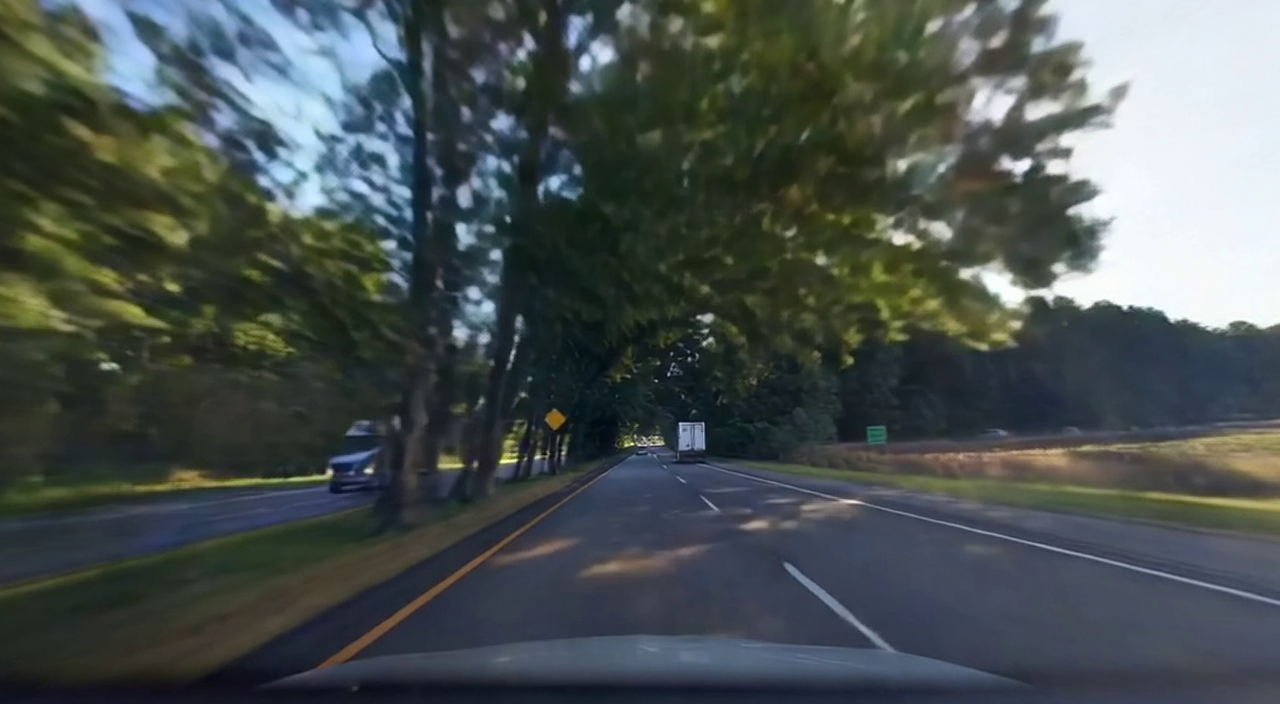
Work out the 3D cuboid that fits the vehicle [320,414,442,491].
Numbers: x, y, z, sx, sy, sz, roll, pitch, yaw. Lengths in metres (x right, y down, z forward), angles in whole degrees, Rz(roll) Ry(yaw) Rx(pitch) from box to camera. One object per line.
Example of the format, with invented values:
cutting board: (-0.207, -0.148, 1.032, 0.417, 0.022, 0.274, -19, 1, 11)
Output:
vehicle: (-12.753, 5.073, 31.882, 2.829, 3.363, 7.469, 0, -9, 1)
